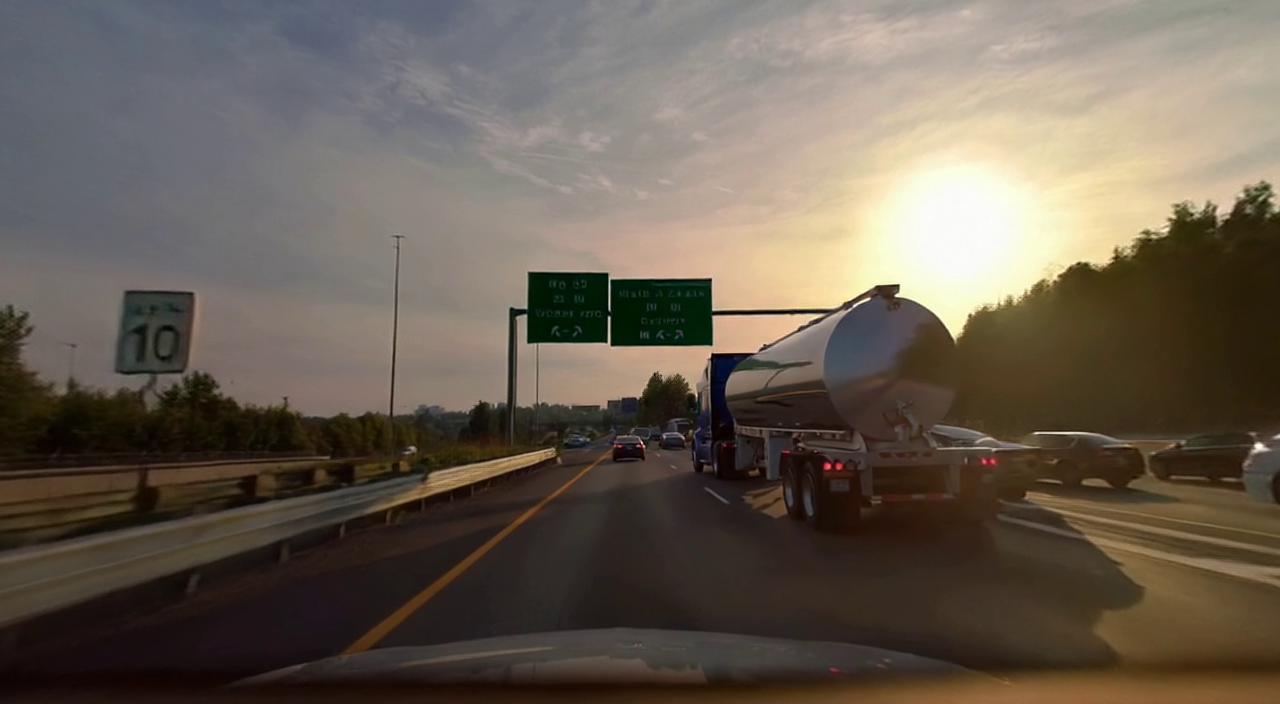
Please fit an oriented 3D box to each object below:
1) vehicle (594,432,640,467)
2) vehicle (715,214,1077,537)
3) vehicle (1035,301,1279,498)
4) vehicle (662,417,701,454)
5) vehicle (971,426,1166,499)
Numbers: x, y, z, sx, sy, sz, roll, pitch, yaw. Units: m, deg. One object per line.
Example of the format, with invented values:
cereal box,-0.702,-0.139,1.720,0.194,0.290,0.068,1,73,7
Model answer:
vehicle,-1.022,4.428,28.878,2.000,1.510,3.518,0,-8,-1
vehicle,3.579,0.848,12.212,2.826,3.905,9.262,0,-8,-2
vehicle,14.791,1.293,15.498,2.878,4.124,10.050,1,-8,-5
vehicle,3.143,6.551,49.417,2.475,2.782,4.986,0,-8,-3
vehicle,9.848,2.531,14.926,1.739,1.471,3.889,0,-8,-3
